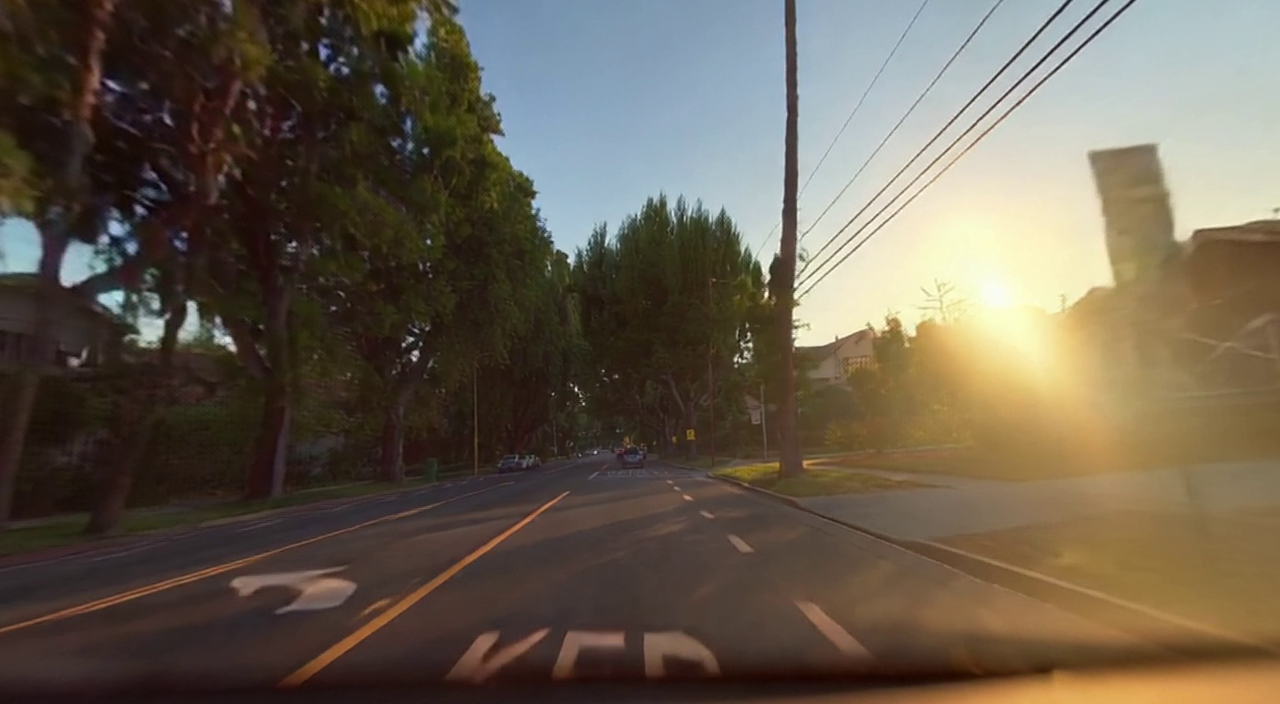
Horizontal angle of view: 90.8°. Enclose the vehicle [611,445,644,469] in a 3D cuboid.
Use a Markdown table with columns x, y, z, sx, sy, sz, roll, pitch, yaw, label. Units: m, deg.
| x | y | z | sx | sy | sz | roll | pitch | yaw | label |
| --- | --- | --- | --- | --- | --- | --- | --- | --- | --- |
| -0.843 | 6.867 | 41.587 | 2.104 | 1.500 | 3.815 | 0 | -9 | -1 | vehicle |
